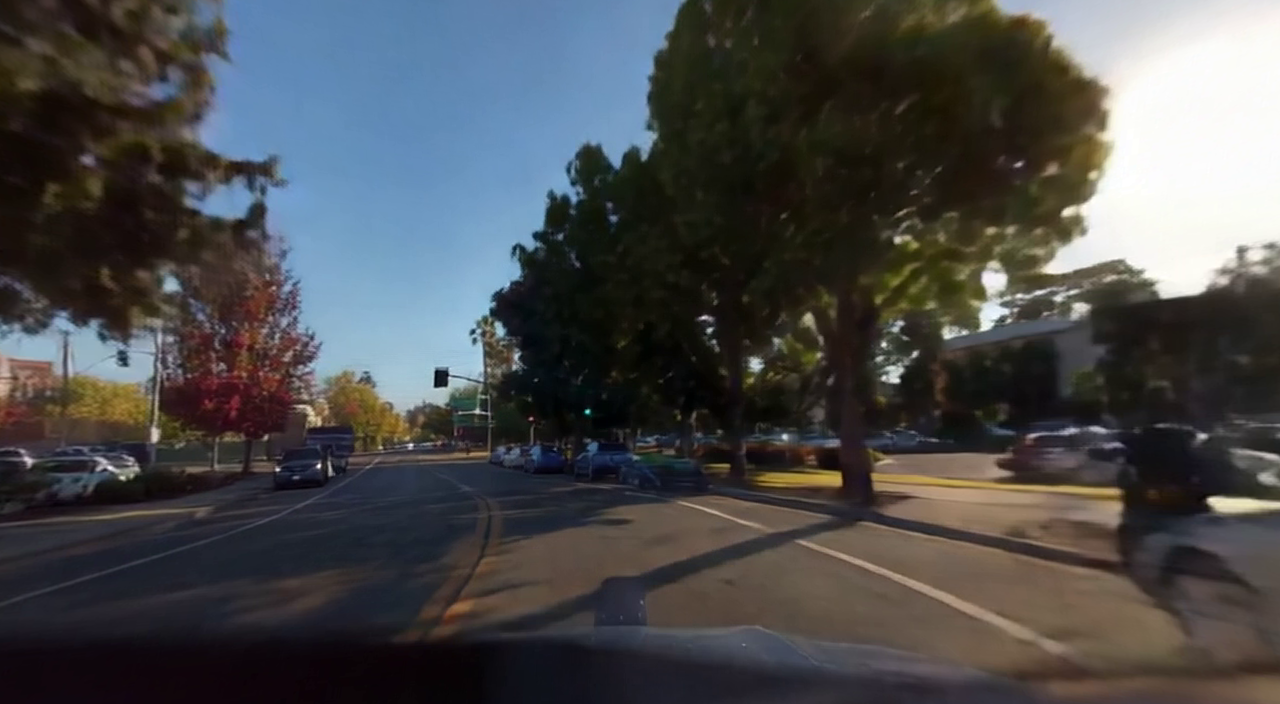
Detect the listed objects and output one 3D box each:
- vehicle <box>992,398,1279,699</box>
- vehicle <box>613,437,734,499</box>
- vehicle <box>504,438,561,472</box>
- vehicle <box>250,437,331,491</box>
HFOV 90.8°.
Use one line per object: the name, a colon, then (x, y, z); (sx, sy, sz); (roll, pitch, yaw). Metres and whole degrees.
vehicle: (4.287, 0.997, 3.210); (2.066, 1.509, 4.579); (1, -8, -5)
vehicle: (0.774, 3.210, 18.131); (1.884, 1.508, 4.713); (3, -8, -17)
vehicle: (-6.562, 6.130, 38.079); (2.255, 1.863, 5.629); (3, -9, -21)
vehicle: (-14.043, 4.542, 25.691); (2.171, 1.838, 5.344); (1, -10, -22)
